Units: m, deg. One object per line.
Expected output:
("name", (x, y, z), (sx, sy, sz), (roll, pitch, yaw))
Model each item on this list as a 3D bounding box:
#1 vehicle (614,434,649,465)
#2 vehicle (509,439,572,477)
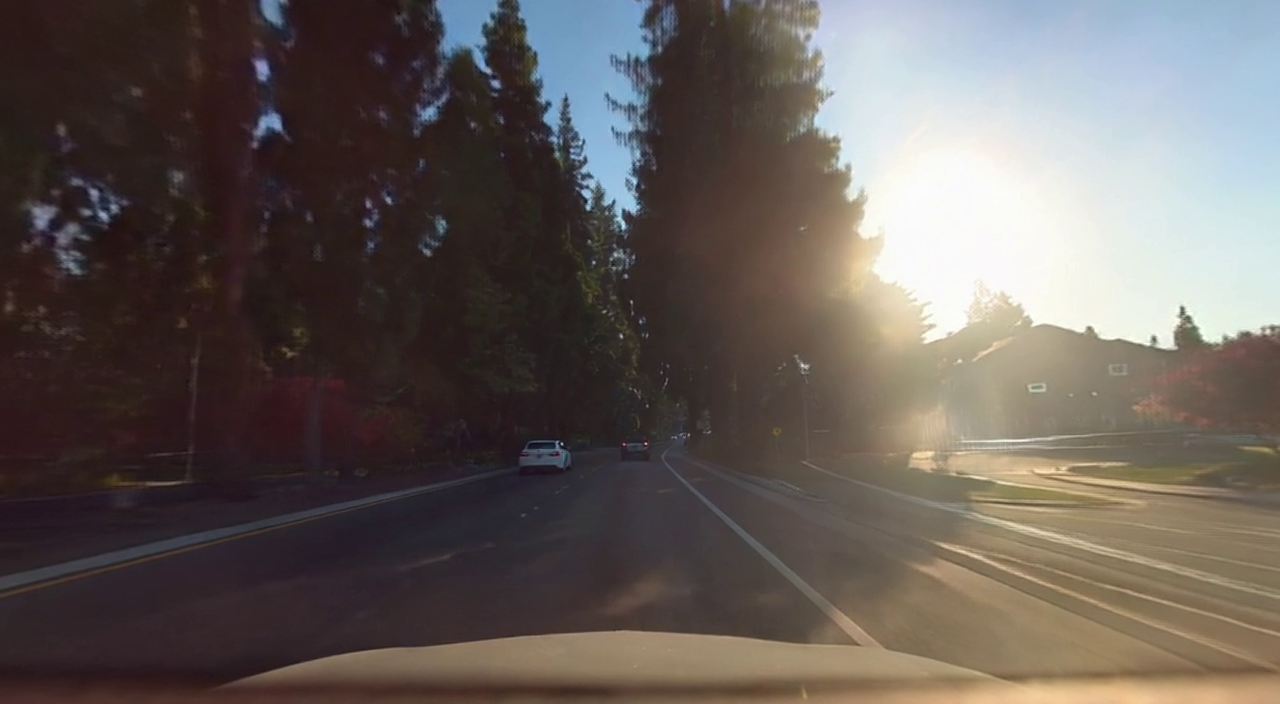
("vehicle", (-0.487, 5.884, 38.360), (2.018, 1.769, 3.897), (0, -8, -1))
("vehicle", (-4.063, 4.373, 26.407), (1.917, 1.448, 4.178), (0, -8, 1))
